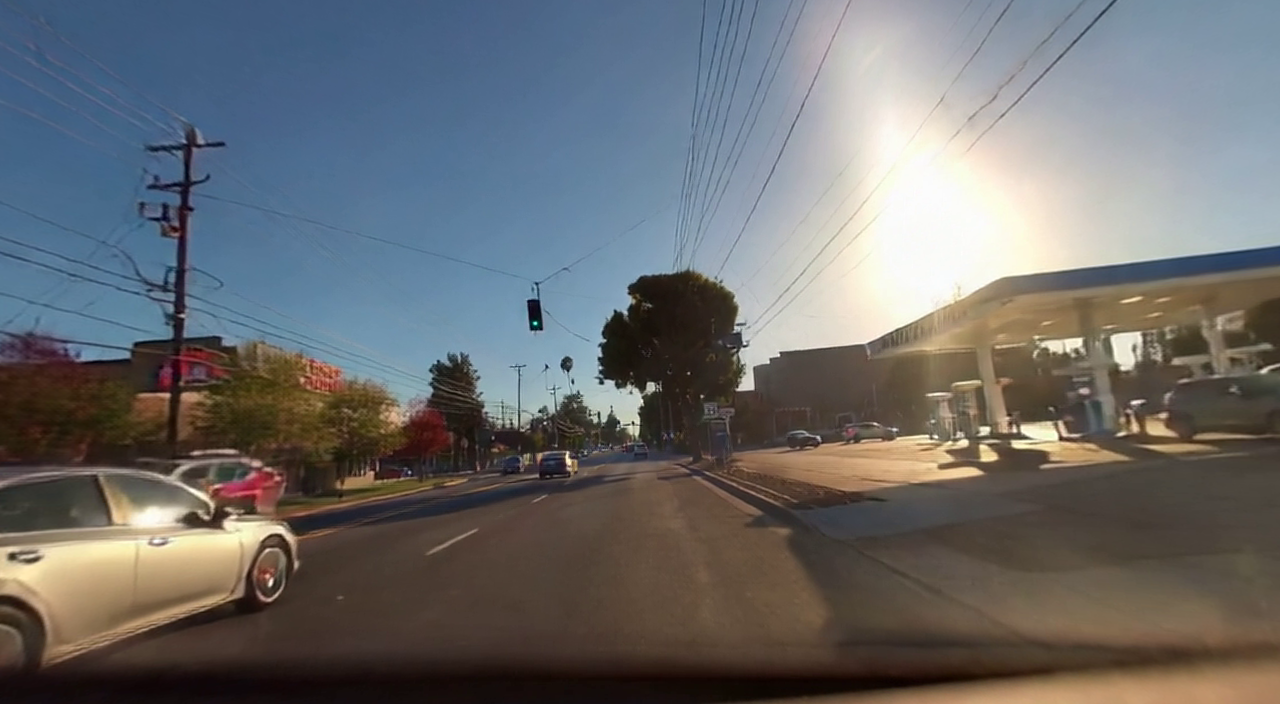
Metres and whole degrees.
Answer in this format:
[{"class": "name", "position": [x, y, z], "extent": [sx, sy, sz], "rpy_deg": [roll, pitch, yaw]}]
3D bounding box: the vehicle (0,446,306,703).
[{"class": "vehicle", "position": [-4.040, 1.288, 3.710], "extent": [1.704, 1.430, 4.587], "rpy_deg": [0, -8, -1]}]

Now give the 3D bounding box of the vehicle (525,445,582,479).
[{"class": "vehicle", "position": [-3.950, 5.106, 29.577], "extent": [1.943, 1.455, 4.414], "rpy_deg": [0, -8, 1]}]

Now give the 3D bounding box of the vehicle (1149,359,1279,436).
[{"class": "vehicle", "position": [14.272, 1.099, 14.347], "extent": [1.835, 1.549, 4.178], "rpy_deg": [0, -8, -2]}]
